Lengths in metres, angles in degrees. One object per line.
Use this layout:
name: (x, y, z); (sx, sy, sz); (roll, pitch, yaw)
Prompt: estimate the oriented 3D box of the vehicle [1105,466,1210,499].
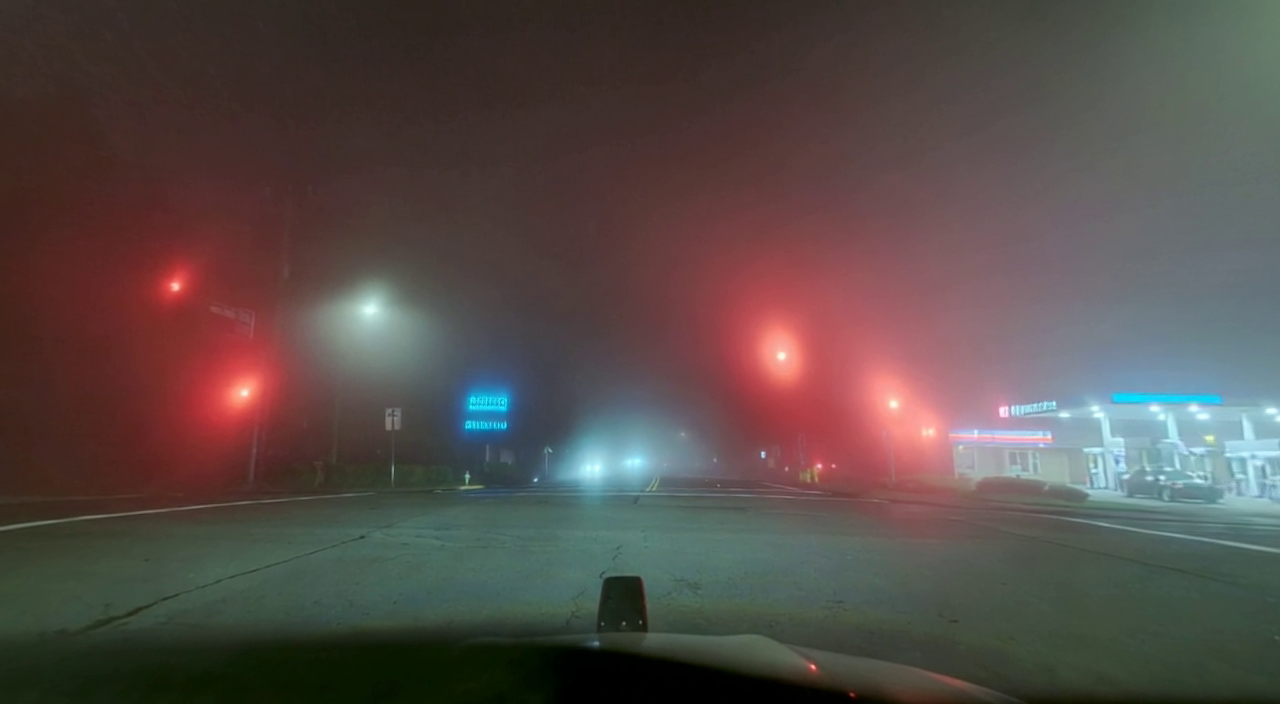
vehicle: (28.015, 7.053, 34.331); (1.897, 1.466, 4.211); (1, -8, -6)
